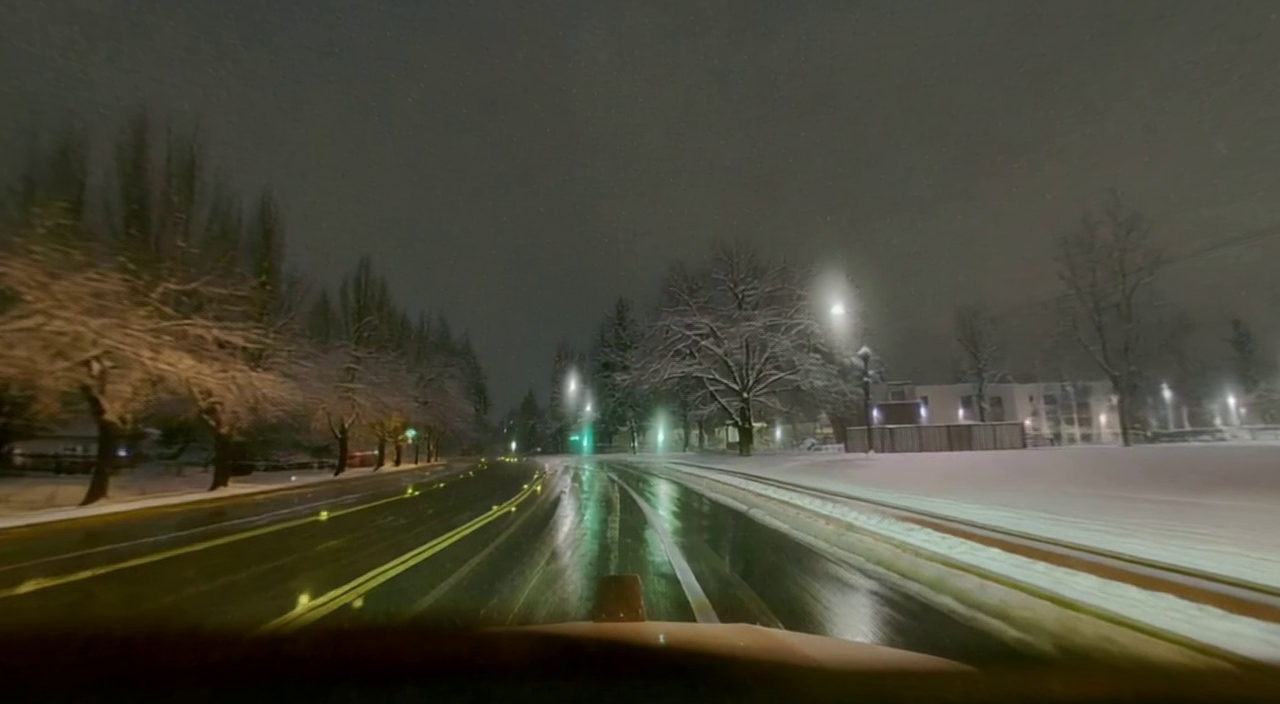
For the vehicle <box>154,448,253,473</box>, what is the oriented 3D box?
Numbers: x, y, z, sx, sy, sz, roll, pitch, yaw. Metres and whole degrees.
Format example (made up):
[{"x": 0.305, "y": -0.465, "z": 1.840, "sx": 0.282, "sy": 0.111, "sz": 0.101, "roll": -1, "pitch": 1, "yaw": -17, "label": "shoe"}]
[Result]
[{"x": -26.754, "y": 6.657, "z": 38.876, "sx": 4.527, "sy": 1.441, "sz": 2.024, "roll": 1, "pitch": -8, "yaw": -5, "label": "vehicle"}]
